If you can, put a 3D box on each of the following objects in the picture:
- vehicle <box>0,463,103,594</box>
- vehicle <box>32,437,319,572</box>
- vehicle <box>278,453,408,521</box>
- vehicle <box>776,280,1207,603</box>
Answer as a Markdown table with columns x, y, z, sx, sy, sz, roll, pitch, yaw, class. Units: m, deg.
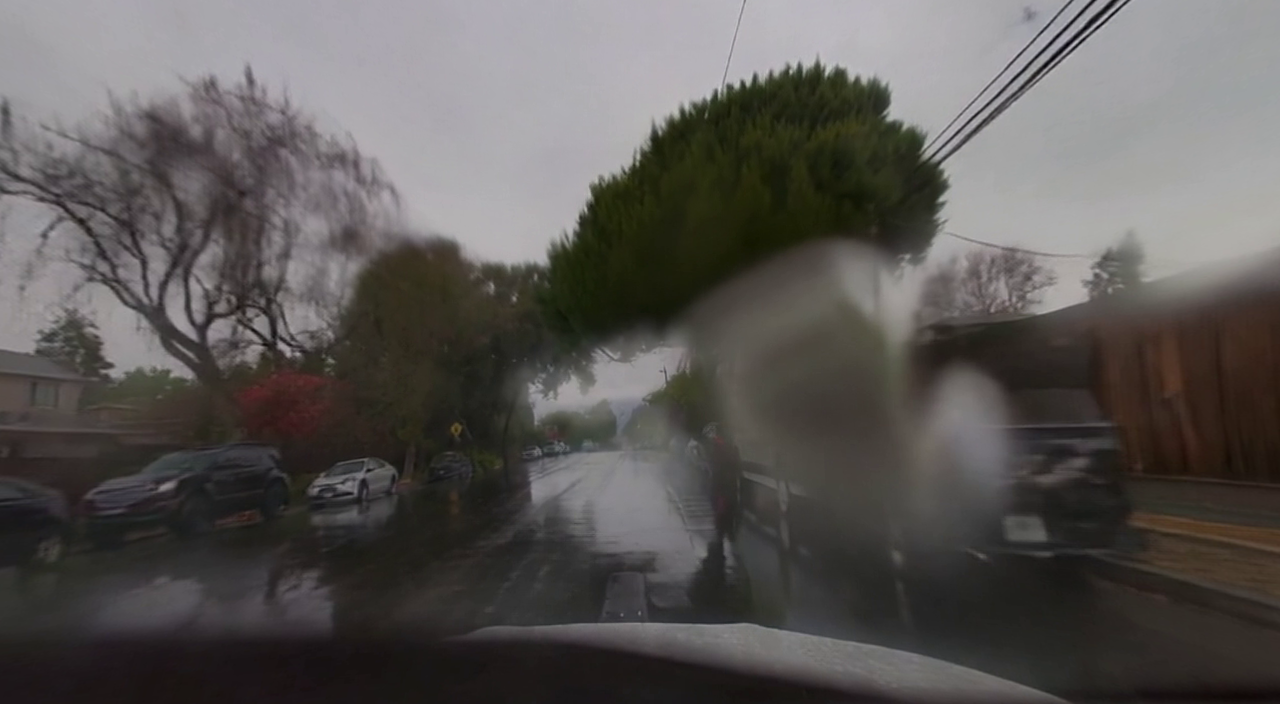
| x | y | z | sx | sy | sz | roll | pitch | yaw | class |
| --- | --- | --- | --- | --- | --- | --- | --- | --- | --- |
| -8.385 | 2.060 | 6.817 | 1.821 | 1.476 | 4.060 | -3 | -8 | -4 | vehicle |
| -8.514 | 2.709 | 12.295 | 2.163 | 1.841 | 4.679 | -6 | -7 | -2 | vehicle |
| -8.438 | 3.815 | 18.397 | 1.839 | 1.384 | 4.124 | -7 | -7 | -2 | vehicle |
| 3.065 | 0.920 | 6.739 | 2.233 | 2.453 | 3.787 | 0 | -8 | -2 | vehicle |
